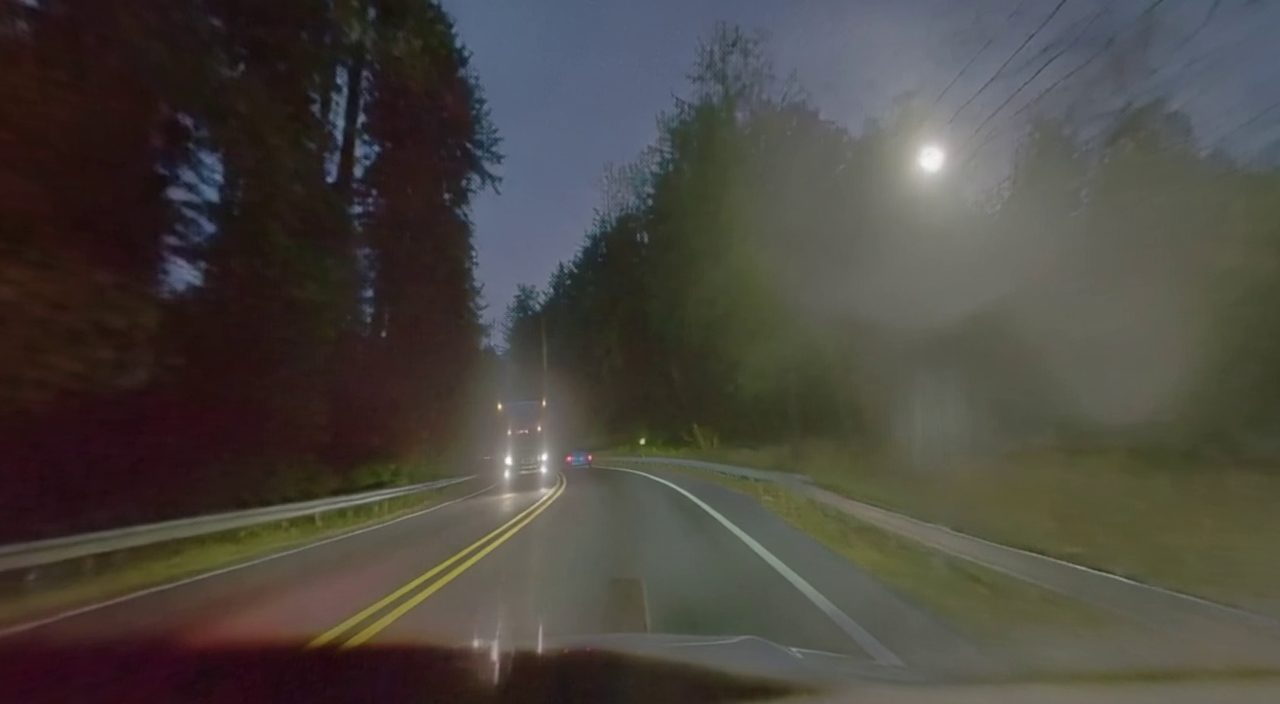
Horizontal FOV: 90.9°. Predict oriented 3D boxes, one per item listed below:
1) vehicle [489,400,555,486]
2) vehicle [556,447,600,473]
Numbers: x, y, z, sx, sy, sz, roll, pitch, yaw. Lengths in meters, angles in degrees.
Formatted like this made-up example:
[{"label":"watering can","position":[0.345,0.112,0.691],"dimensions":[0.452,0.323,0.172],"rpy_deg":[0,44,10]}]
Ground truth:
[{"label":"vehicle","position":[-7.297,5.431,37.576],"dimensions":[2.999,4.301,11.457],"rpy_deg":[2,-9,-14]},{"label":"vehicle","position":[-4.002,6.827,40.142],"dimensions":[2.120,1.491,4.349],"rpy_deg":[2,-9,-14]}]
